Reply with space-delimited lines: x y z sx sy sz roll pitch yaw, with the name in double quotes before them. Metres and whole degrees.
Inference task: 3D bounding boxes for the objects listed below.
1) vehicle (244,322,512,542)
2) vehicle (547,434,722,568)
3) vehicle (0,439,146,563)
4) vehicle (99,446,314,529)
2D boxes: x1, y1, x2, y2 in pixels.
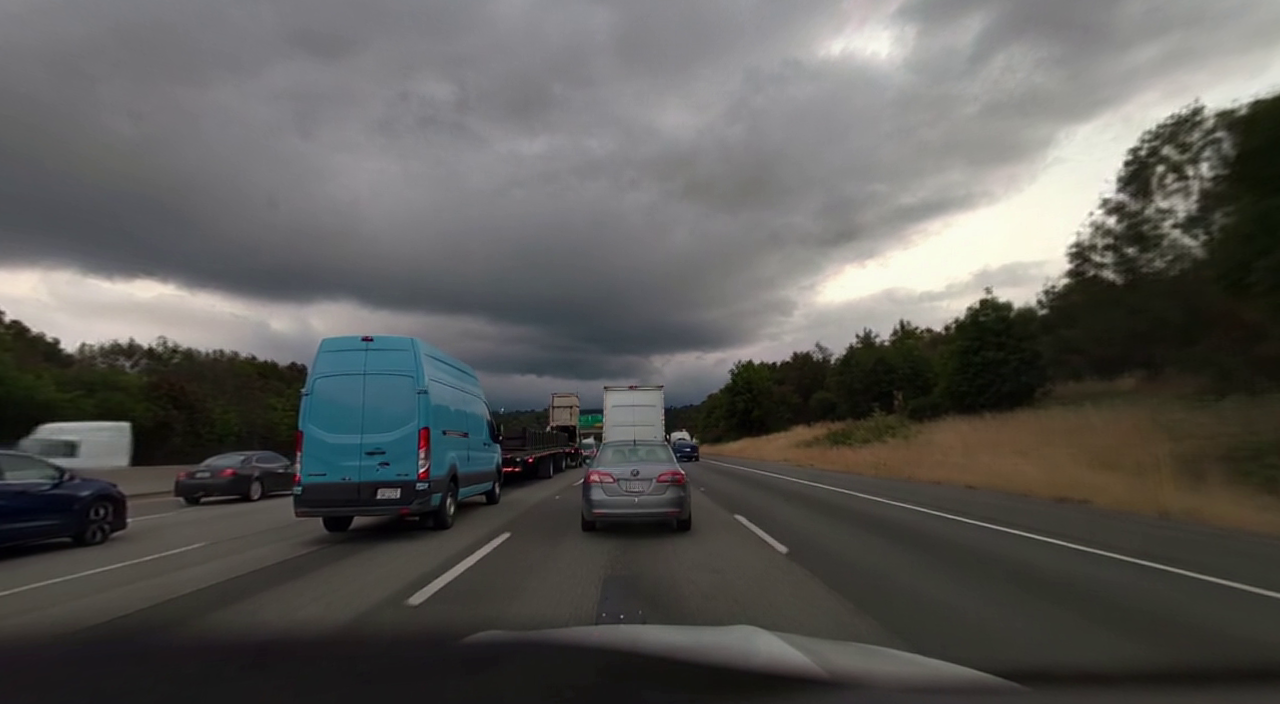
"vehicle" -4.077 1.520 11.645 2.254 2.879 6.656 0 -9 -2
"vehicle" -0.097 1.964 8.968 1.995 1.495 3.380 0 -9 -1
"vehicle" -8.815 1.836 7.703 1.899 1.503 4.466 -1 -9 1
"vehicle" -8.932 2.776 13.496 1.797 1.466 3.924 0 -9 0
